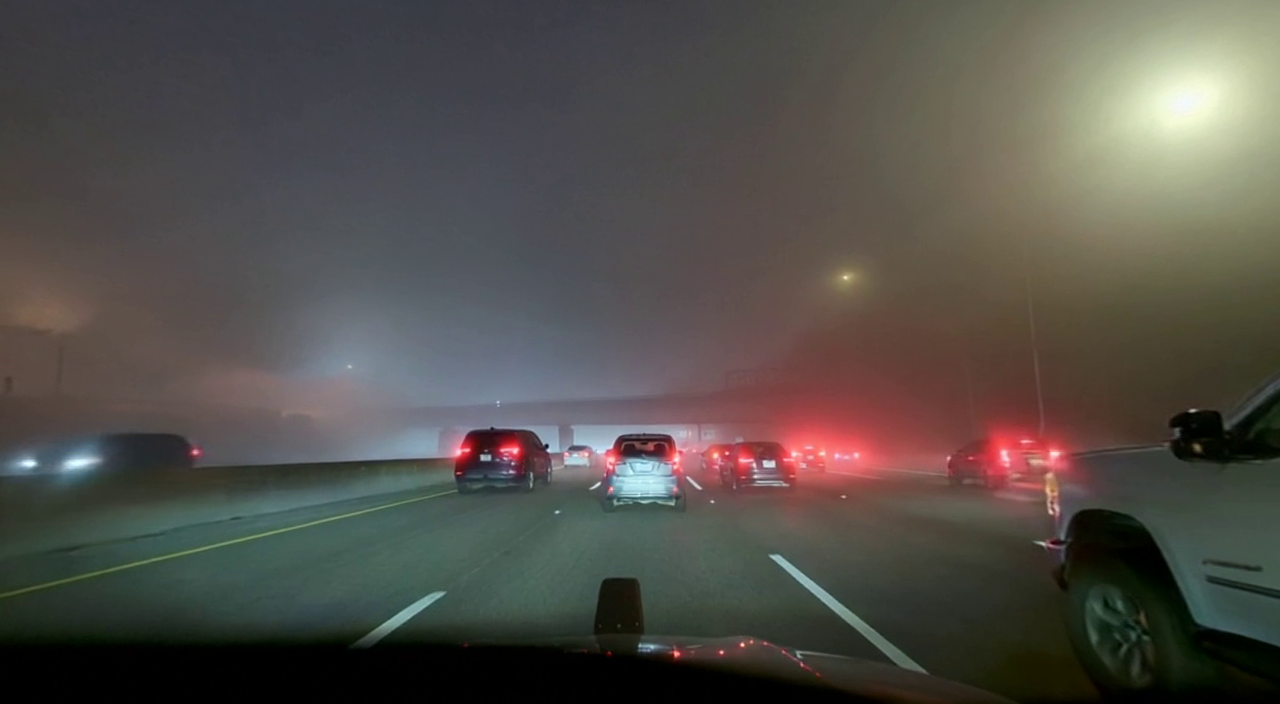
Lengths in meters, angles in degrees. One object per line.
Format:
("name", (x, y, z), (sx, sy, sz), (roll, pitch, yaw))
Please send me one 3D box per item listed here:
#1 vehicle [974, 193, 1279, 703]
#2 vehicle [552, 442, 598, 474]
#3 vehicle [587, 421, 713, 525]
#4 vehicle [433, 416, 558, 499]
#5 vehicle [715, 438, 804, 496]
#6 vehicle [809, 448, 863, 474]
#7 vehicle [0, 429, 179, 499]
("vehicle", (3.550, 0.455, 1.799), (2.300, 2.242, 5.327), (0, -9, 1))
("vehicle", (-3.611, 5.995, 35.786), (1.982, 1.655, 4.604), (0, -9, 2))
("vehicle", (0.209, 2.415, 13.044), (2.181, 1.756, 4.167), (0, -9, 1))
("vehicle", (-4.107, 3.170, 19.228), (2.212, 2.101, 6.052), (0, -9, 1))
("vehicle", (3.726, 3.672, 20.563), (2.022, 1.633, 4.651), (1, -9, 0))
("vehicle", (12.115, 6.754, 39.233), (1.945, 1.498, 4.385), (1, -9, 0))
("vehicle", (-17.831, 3.566, 20.394), (2.024, 1.946, 4.793), (0, -9, 1))
